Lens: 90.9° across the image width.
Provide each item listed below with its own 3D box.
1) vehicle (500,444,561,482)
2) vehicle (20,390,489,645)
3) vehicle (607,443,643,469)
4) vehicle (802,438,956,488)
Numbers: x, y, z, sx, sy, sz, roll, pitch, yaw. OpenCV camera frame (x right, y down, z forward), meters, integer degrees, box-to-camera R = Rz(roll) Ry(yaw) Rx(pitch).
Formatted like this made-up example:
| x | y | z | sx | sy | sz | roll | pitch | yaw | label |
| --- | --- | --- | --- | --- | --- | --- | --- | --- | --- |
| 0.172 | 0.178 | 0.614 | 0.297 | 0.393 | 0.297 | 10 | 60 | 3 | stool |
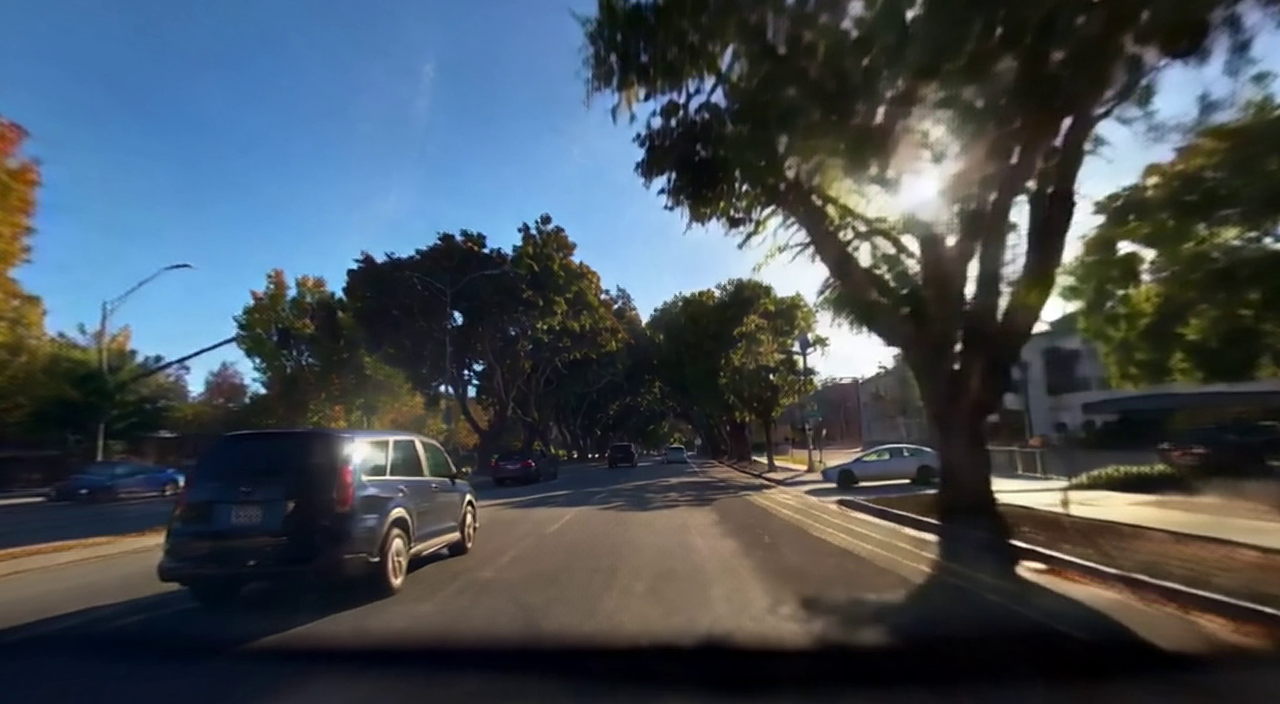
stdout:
| x | y | z | sx | sy | sz | roll | pitch | yaw | label |
| --- | --- | --- | --- | --- | --- | --- | --- | --- | --- |
| -5.357 | 5.478 | 31.367 | 1.985 | 1.708 | 4.310 | -1 | -9 | 4 | vehicle |
| -3.203 | 1.476 | 6.614 | 2.123 | 1.761 | 4.322 | 0 | -9 | 1 | vehicle |
| -1.084 | 7.788 | 47.427 | 2.255 | 1.806 | 4.710 | -1 | -9 | 4 | vehicle |
| 8.433 | 3.968 | 22.699 | 4.824 | 1.646 | 2.077 | -2 | -9 | 11 | vehicle |
